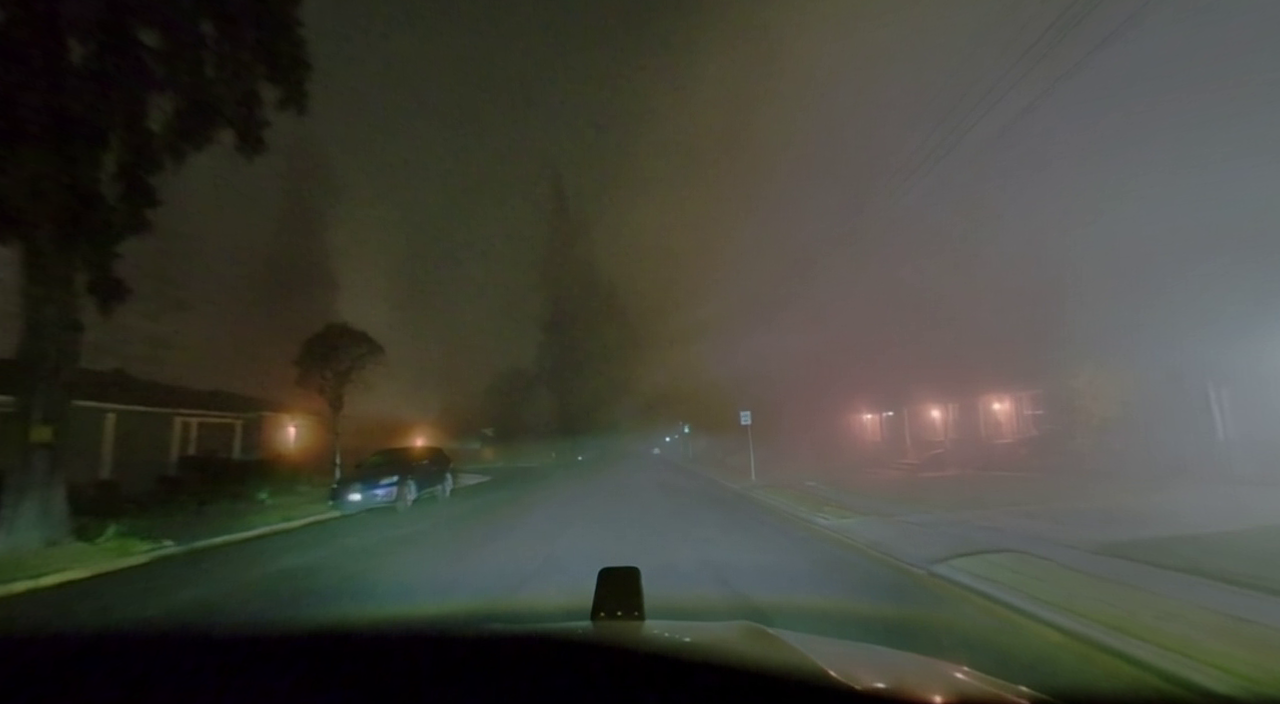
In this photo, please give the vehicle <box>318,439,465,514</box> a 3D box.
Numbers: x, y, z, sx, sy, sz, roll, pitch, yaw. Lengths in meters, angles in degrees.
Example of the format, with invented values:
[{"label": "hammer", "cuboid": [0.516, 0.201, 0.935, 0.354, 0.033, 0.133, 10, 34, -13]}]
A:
[{"label": "vehicle", "cuboid": [-6.563, 3.349, 17.491, 2.078, 1.745, 5.119, 0, -9, -1]}]
